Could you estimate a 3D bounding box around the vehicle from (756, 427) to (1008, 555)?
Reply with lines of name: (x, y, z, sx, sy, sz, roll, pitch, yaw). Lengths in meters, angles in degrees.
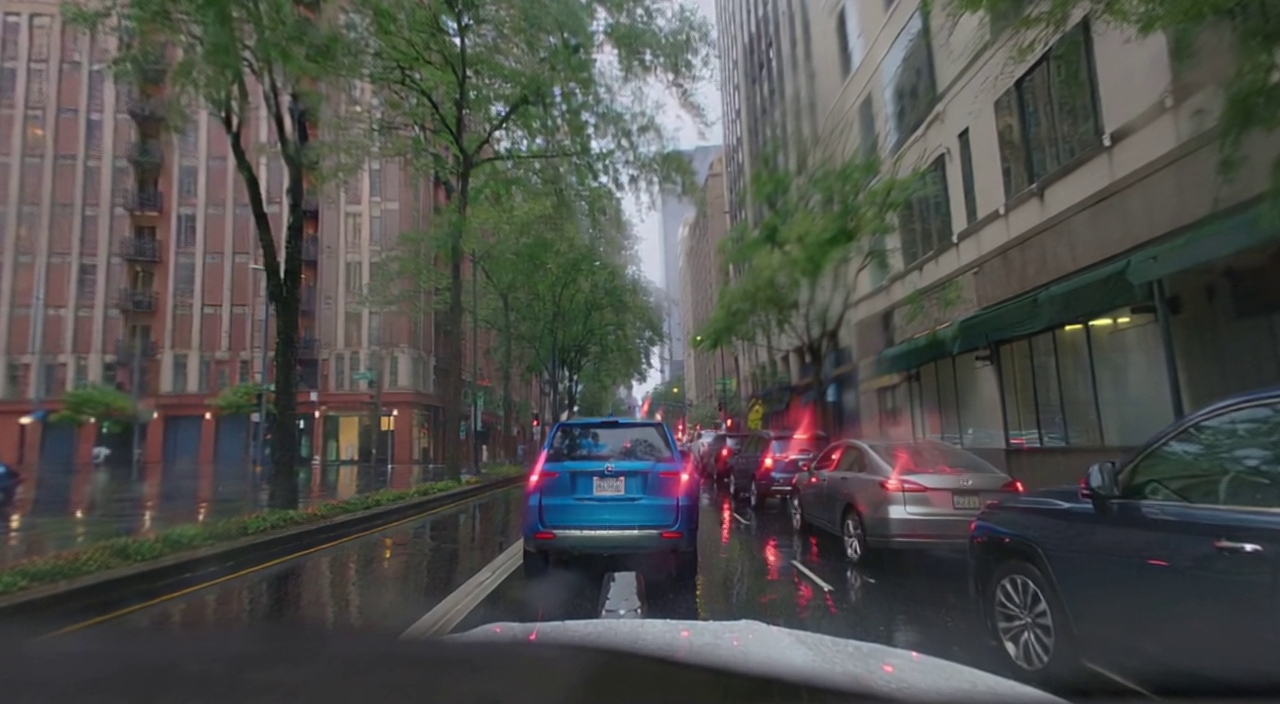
vehicle: (3.286, 1.983, 9.804, 1.941, 1.482, 4.632, 0, -9, -2)

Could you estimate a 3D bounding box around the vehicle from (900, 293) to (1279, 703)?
vehicle: (2.997, 0.750, 2.244, 2.063, 1.760, 4.664, 0, -9, -1)

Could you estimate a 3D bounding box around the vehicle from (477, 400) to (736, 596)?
vehicle: (-0.340, 1.583, 7.644, 2.249, 1.684, 4.084, 0, -9, -1)
